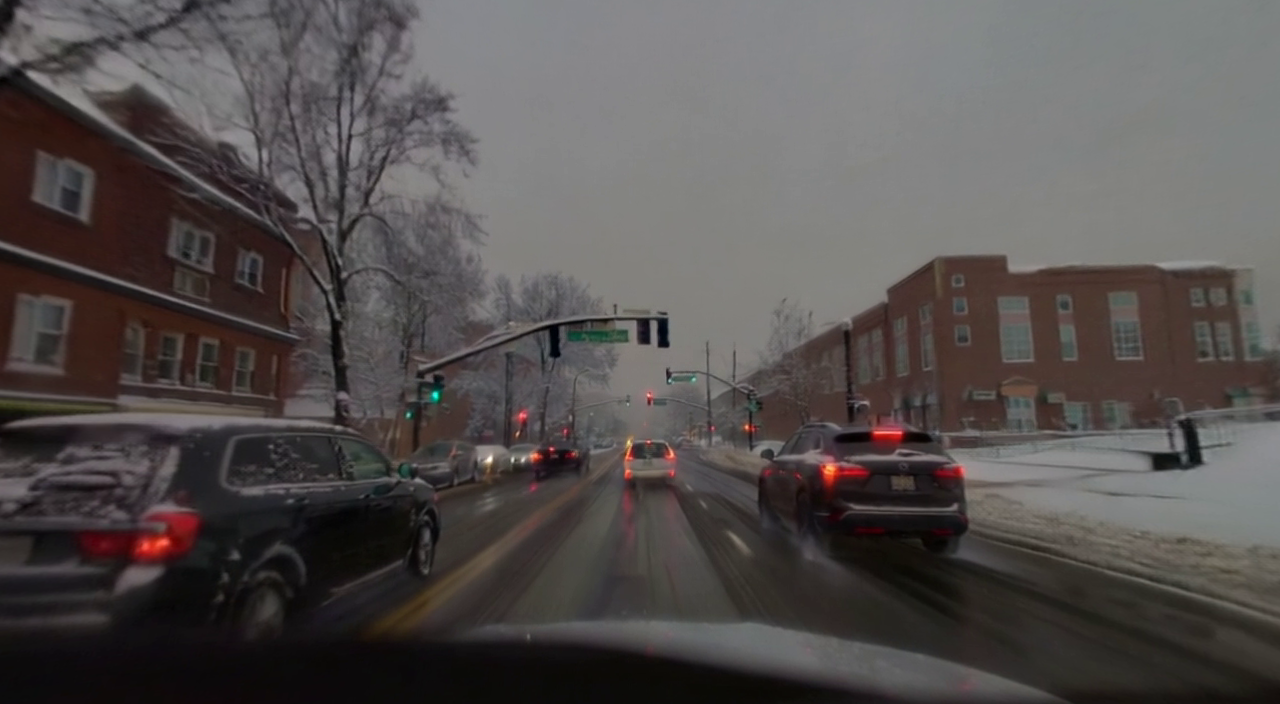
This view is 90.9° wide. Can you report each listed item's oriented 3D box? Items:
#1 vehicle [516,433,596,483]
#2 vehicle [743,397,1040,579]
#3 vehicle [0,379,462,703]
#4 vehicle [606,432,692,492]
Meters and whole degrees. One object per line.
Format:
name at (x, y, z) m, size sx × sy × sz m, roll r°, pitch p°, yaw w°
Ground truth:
vehicle at (-2.737, 3.595, 21.672) m, size 2.019 × 1.507 × 4.643 m, roll 0°, pitch -8°, yaw 1°
vehicle at (2.752, 1.617, 8.258) m, size 2.094 × 1.709 × 4.394 m, roll 0°, pitch -8°, yaw 1°
vehicle at (-3.047, 1.225, 4.873) m, size 2.085 × 1.619 × 3.976 m, roll 0°, pitch -8°, yaw 1°
vehicle at (0.193, 3.058, 17.903) m, size 2.139 × 1.466 × 4.373 m, roll 0°, pitch -8°, yaw -1°
